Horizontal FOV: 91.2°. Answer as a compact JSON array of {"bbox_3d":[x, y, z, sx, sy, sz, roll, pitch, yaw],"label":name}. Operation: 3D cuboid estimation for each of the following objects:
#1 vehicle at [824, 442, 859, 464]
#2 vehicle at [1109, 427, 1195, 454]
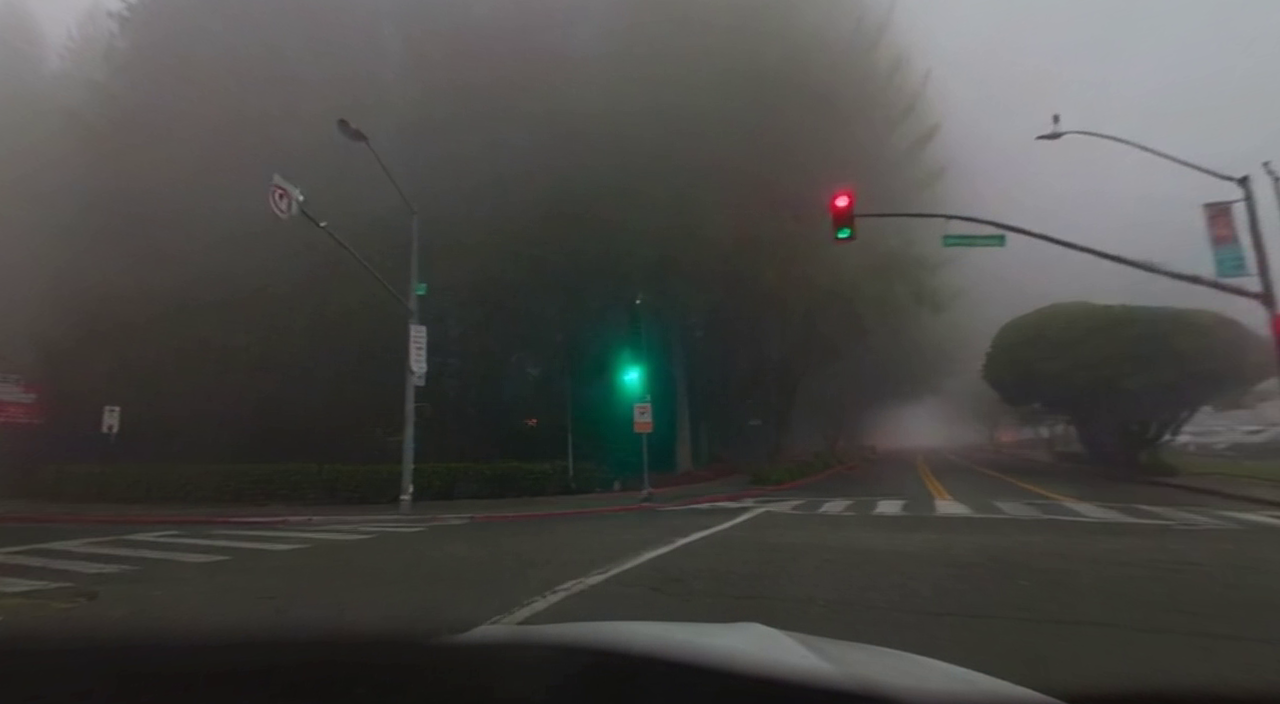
[{"bbox_3d":[14.455,7.248,44.895,1.964,1.497,3.674,-4,-10,23],"label":"vehicle"},{"bbox_3d":[29.516,5.114,36.220,3.426,1.405,1.553,-5,-9,21],"label":"vehicle"}]
